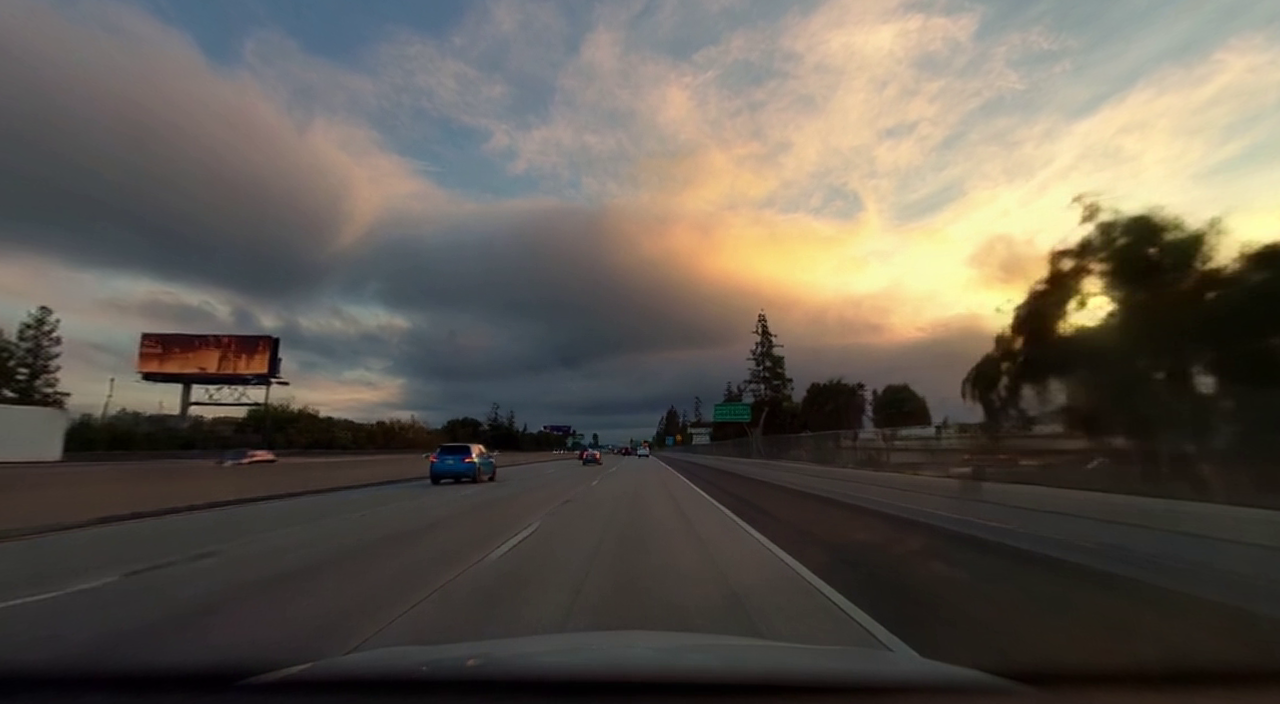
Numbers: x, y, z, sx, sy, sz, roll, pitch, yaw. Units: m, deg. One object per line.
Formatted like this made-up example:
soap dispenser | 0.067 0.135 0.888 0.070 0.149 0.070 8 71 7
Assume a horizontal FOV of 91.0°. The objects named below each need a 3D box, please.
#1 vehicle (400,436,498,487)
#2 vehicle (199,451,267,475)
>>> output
vehicle | -6.973 4.061 23.597 2.055 1.683 4.804 0 -9 1
vehicle | -28.249 7.682 43.831 1.867 1.523 4.175 0 -9 1
